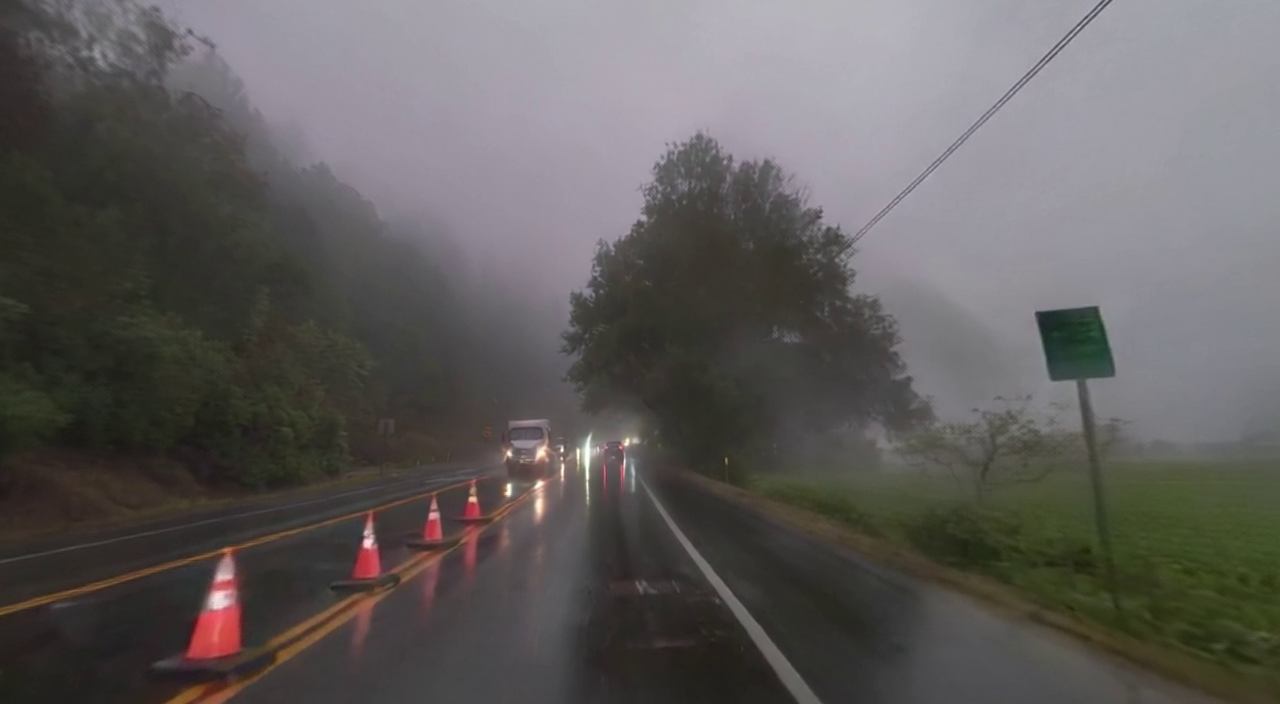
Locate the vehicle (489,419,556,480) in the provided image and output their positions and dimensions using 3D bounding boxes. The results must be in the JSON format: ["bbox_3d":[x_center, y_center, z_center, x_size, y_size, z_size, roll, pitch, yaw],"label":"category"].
[{"bbox_3d":[-5.164,4.349,28.399,2.380,2.488,4.028,0,-8,-3],"label":"vehicle"}]
